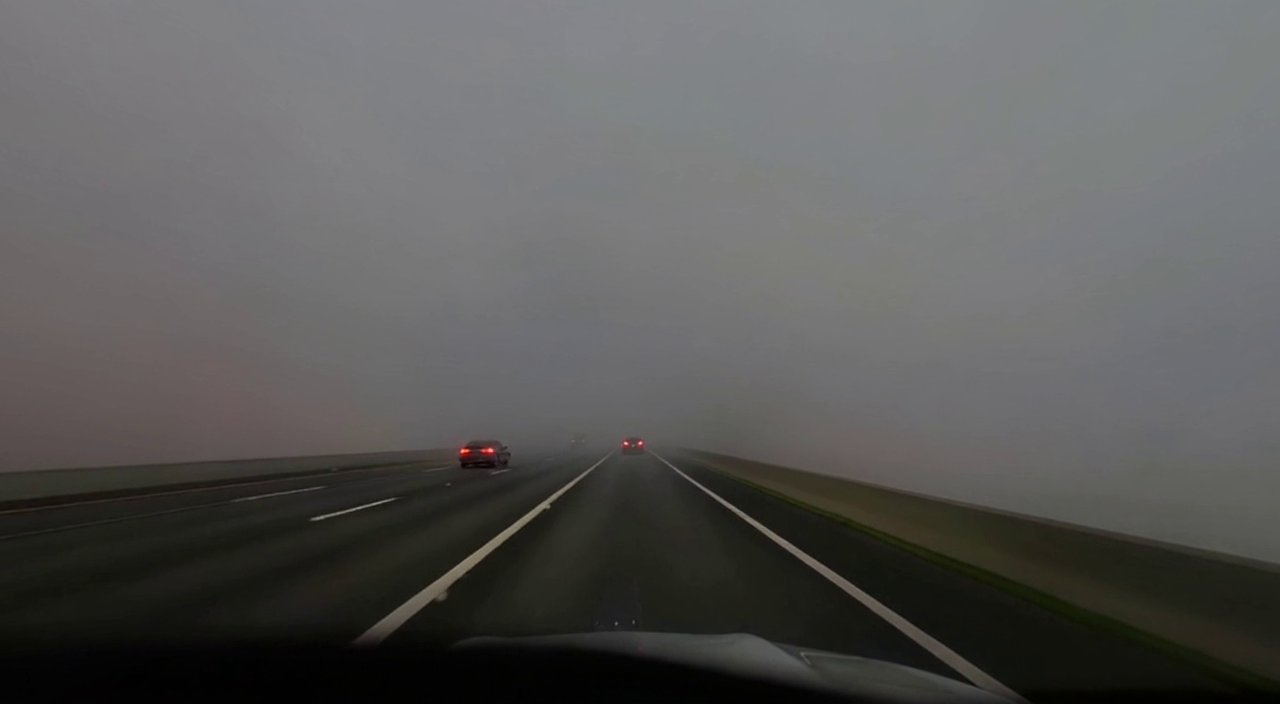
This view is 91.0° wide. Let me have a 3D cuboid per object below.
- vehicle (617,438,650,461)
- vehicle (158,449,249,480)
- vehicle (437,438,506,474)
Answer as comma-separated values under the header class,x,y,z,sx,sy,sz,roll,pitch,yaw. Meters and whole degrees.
class,x,y,z,sx,sy,sz,roll,pitch,yaw
vehicle,-0.448,6.460,41.785,2.072,1.440,3.690,0,-8,-1
vehicle,-27.693,7.114,40.214,2.075,1.787,5.238,0,-8,-1
vehicle,-7.702,4.775,29.229,1.939,1.504,4.727,0,-8,-1
